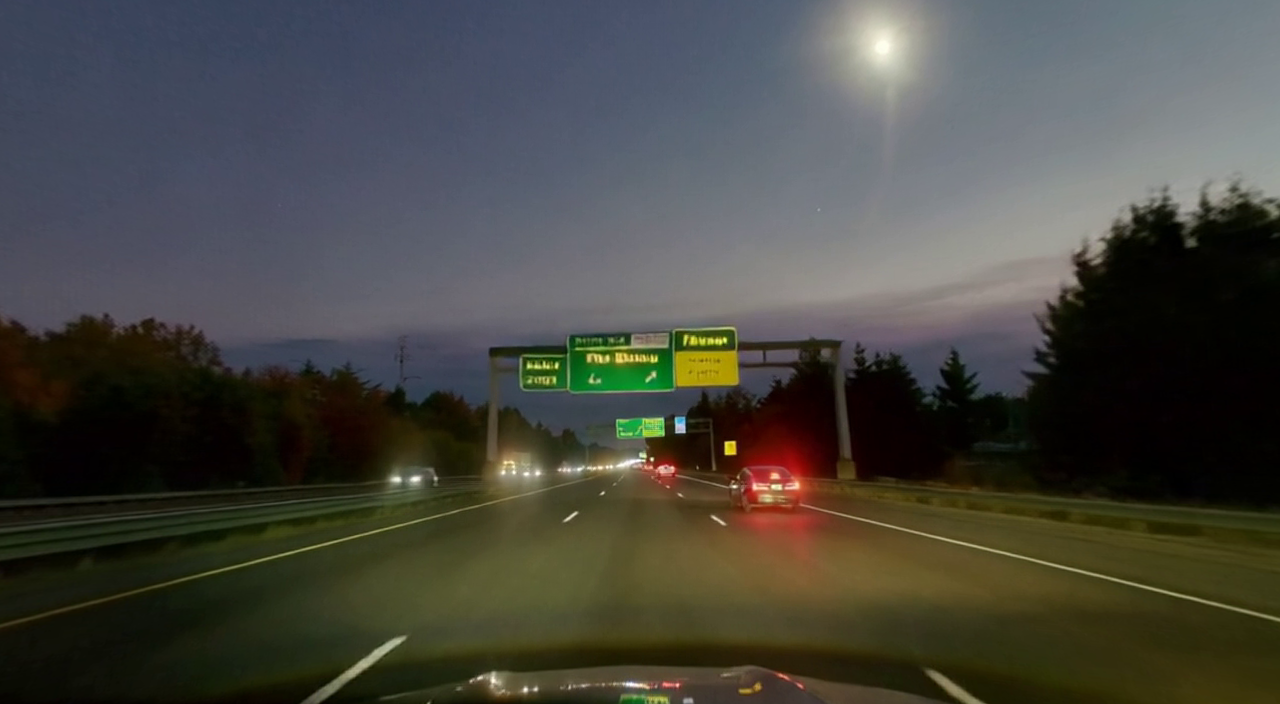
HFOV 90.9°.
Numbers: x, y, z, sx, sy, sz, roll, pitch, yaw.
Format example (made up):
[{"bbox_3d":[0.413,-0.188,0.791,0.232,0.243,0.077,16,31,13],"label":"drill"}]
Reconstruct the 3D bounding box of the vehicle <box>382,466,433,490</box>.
[{"bbox_3d":[-15.712,8.534,42.802,1.904,1.477,4.095,1,-10,0],"label":"vehicle"}]

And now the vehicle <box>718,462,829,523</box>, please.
[{"bbox_3d":[3.601,3.915,17.966,2.051,1.472,4.547,1,-10,-1],"label":"vehicle"}]
